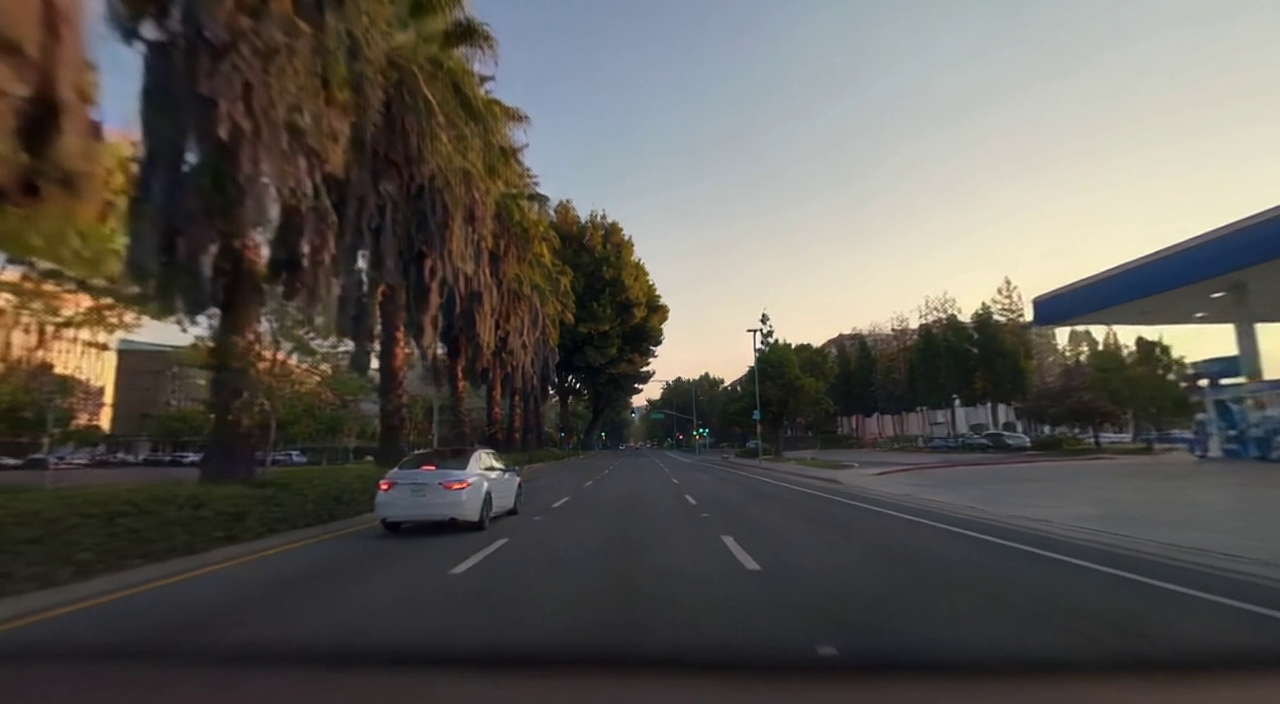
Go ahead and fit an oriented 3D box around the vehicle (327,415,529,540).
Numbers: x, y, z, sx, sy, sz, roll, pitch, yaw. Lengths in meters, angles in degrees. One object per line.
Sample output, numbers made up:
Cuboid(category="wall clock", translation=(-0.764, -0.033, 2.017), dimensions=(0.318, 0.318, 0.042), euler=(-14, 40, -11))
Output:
Cuboid(category="vehicle", translation=(-3.412, 2.126, 11.269), dimensions=(2.011, 1.756, 4.478), euler=(-1, -9, 1))
